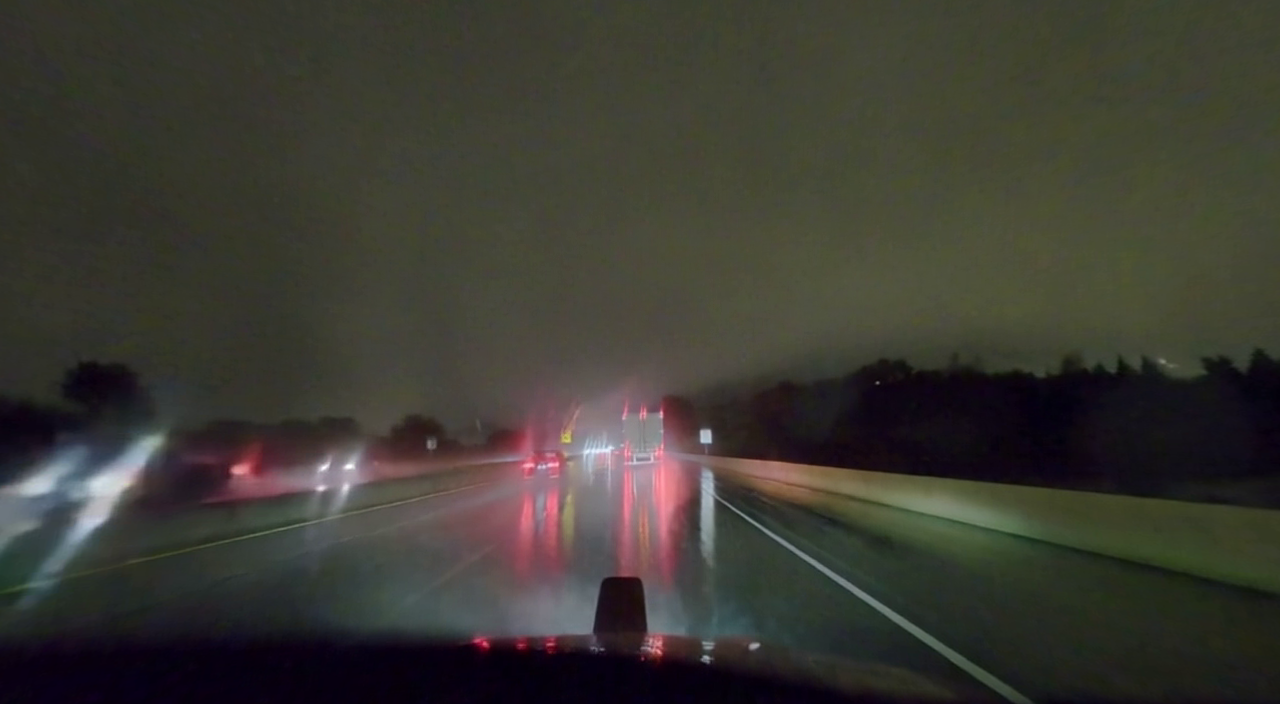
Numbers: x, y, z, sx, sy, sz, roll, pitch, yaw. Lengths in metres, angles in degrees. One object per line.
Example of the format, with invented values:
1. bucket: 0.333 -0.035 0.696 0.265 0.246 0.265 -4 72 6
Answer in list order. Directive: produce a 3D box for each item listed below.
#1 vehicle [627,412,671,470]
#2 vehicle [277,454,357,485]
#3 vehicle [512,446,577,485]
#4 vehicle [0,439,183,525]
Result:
1. vehicle: 0.483 6.658 46.863 2.864 3.805 9.500 0 -9 -2
2. vehicle: -16.602 6.034 32.669 1.738 1.456 4.504 0 -9 0
3. vehicle: -4.021 4.868 27.347 2.053 1.523 4.450 0 -9 0
4. vehicle: -12.495 2.697 13.603 1.944 1.532 4.382 0 -9 0
